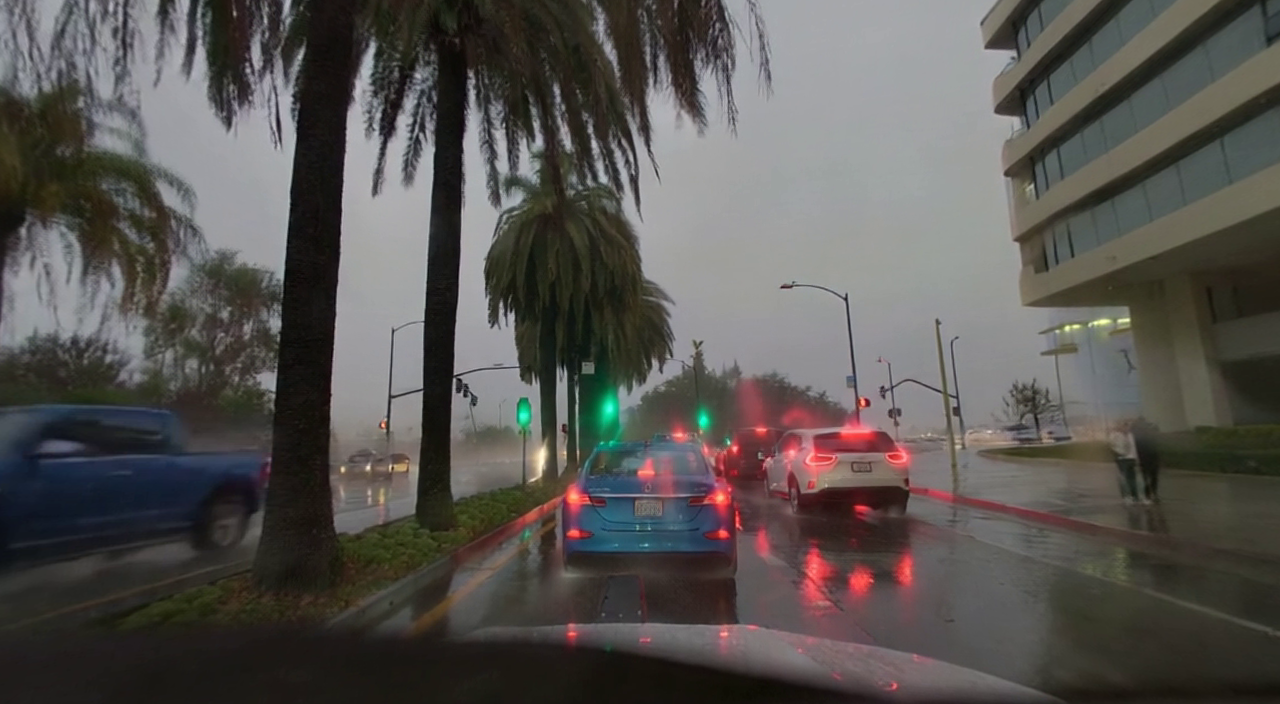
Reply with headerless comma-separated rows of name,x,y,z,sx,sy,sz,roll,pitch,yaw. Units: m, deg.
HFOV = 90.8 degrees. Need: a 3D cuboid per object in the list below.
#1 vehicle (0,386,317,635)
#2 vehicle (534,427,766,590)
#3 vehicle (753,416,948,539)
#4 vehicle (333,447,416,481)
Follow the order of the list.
vehicle,-5.655,1.415,6.312,2.068,1.811,4.910,-1,-8,3
vehicle,0.136,1.719,7.774,2.088,1.452,3.993,0,-8,1
vehicle,3.394,2.115,11.241,2.003,1.733,4.319,0,-8,1
vehicle,-13.168,5.559,31.736,1.965,1.507,4.725,-1,-8,2
